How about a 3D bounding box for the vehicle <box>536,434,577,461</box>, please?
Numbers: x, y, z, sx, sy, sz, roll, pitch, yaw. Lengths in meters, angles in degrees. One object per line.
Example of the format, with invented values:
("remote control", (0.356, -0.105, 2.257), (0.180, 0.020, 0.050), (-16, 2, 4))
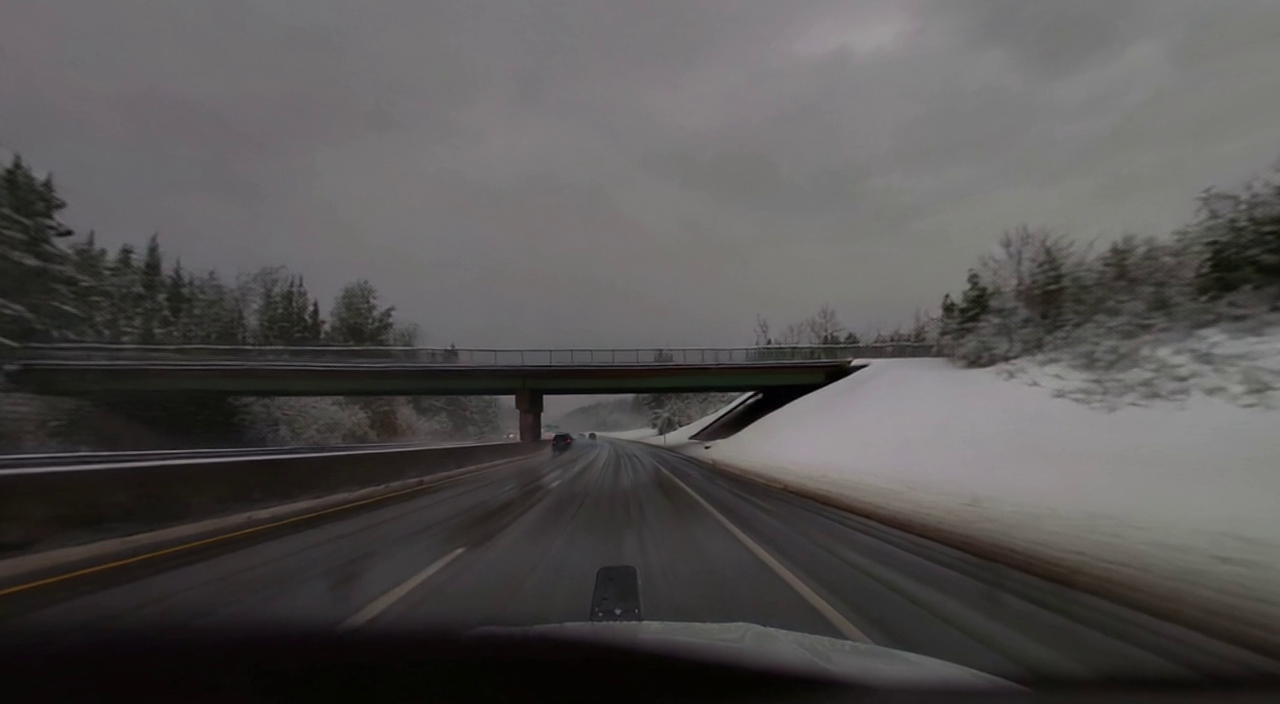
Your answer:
("vehicle", (-4.999, 5.745, 38.166), (2.005, 1.509, 4.260), (0, -8, -2))
